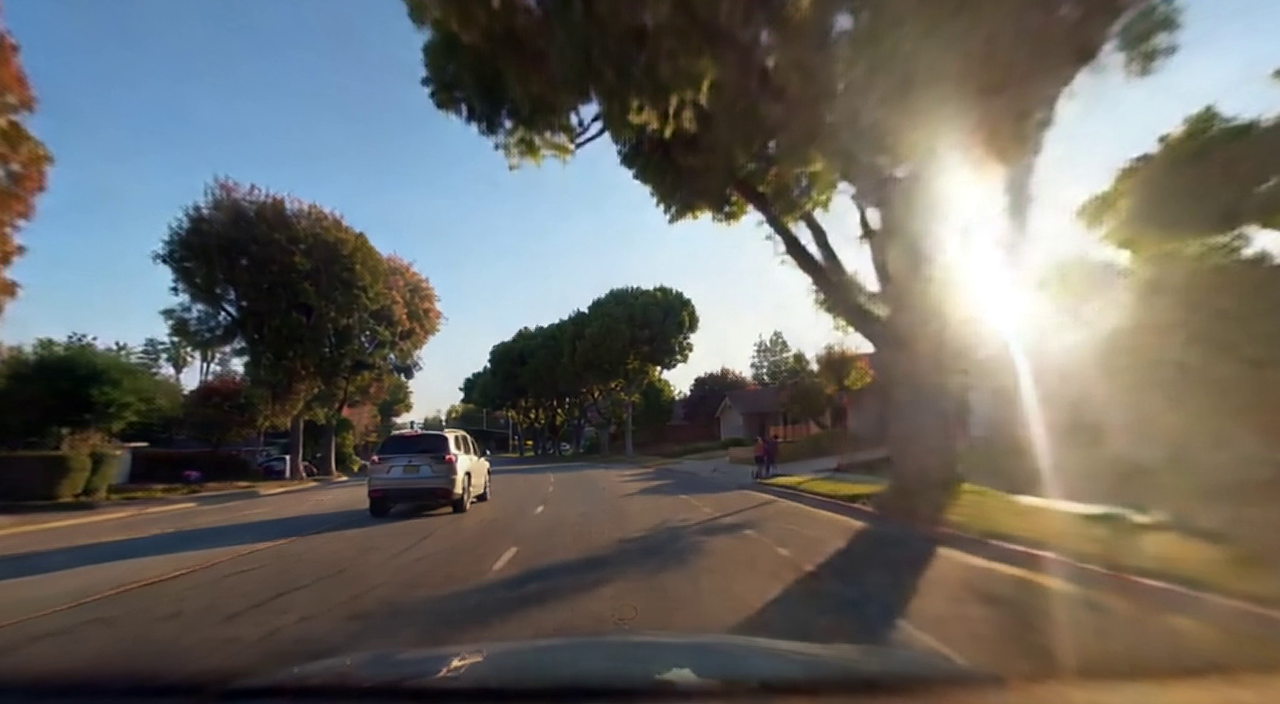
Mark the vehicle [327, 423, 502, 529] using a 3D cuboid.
[{"bbox_3d":[-4.311,2.428,12.979,2.175,1.772,4.442,0,-8,-4],"label":"vehicle"}]
